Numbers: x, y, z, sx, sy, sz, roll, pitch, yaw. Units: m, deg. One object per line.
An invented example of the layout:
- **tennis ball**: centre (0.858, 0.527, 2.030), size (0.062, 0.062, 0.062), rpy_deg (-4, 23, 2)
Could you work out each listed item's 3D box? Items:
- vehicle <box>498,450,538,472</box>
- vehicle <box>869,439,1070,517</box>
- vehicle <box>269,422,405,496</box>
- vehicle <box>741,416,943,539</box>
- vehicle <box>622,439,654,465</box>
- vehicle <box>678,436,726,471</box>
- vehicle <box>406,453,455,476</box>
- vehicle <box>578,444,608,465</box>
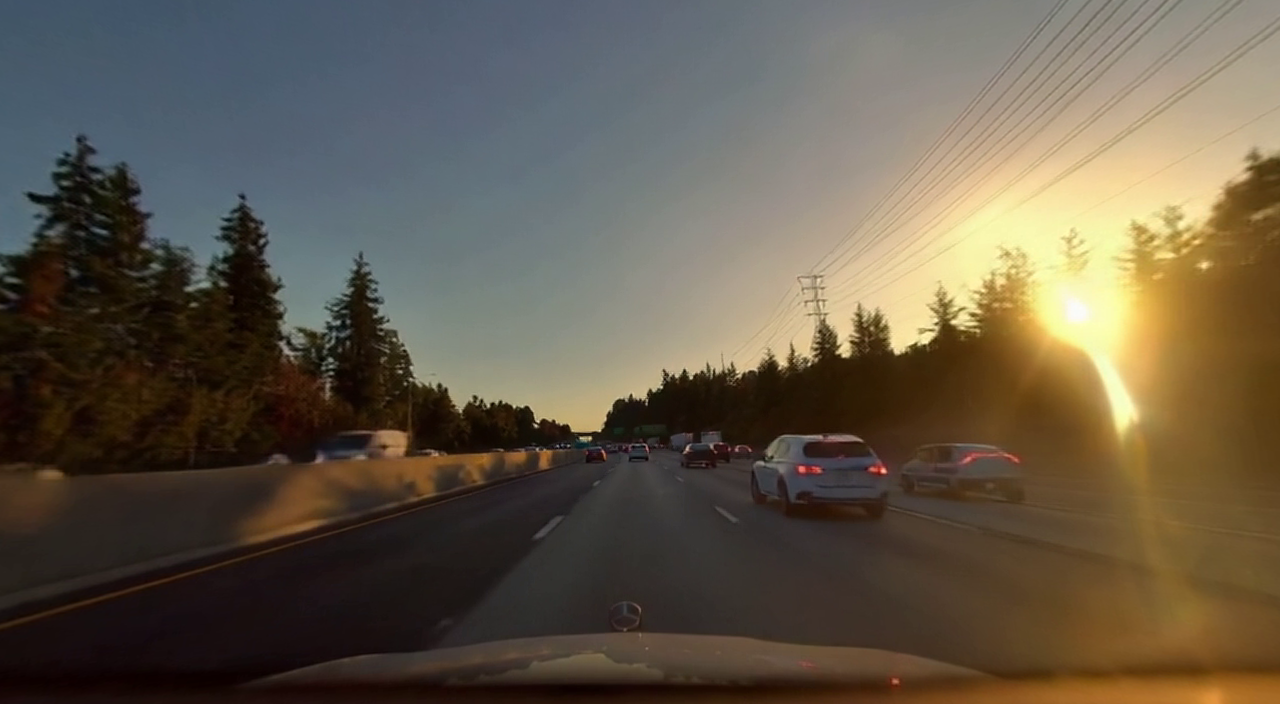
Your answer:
- **vehicle**: centre (-8.632, 7.715, 44.853), size (1.951, 1.443, 4.201), rpy_deg (0, -8, 2)
- **vehicle**: centre (6.951, 2.679, 13.973), size (1.992, 1.431, 4.506), rpy_deg (0, -8, 0)
- **vehicle**: centre (-11.630, 4.154, 24.846), size (2.385, 2.547, 5.968), rpy_deg (0, -8, 0)
- **vehicle**: centre (3.280, 2.142, 11.381), size (2.111, 1.755, 4.459), rpy_deg (0, -8, -1)
- **vehicle**: centre (-0.156, 7.504, 47.264), size (2.314, 1.796, 4.254), rpy_deg (0, -8, -1)
- **vehicle**: centre (3.514, 5.834, 36.421), size (2.095, 1.886, 4.727), rpy_deg (0, -8, -2)
- **vehicle**: centre (-14.912, 7.993, 45.092), size (1.887, 1.489, 4.698), rpy_deg (0, -9, 0)
- **vehicle**: centre (-3.687, 8.069, 49.776), size (2.051, 1.510, 4.373), rpy_deg (0, -8, 0)
